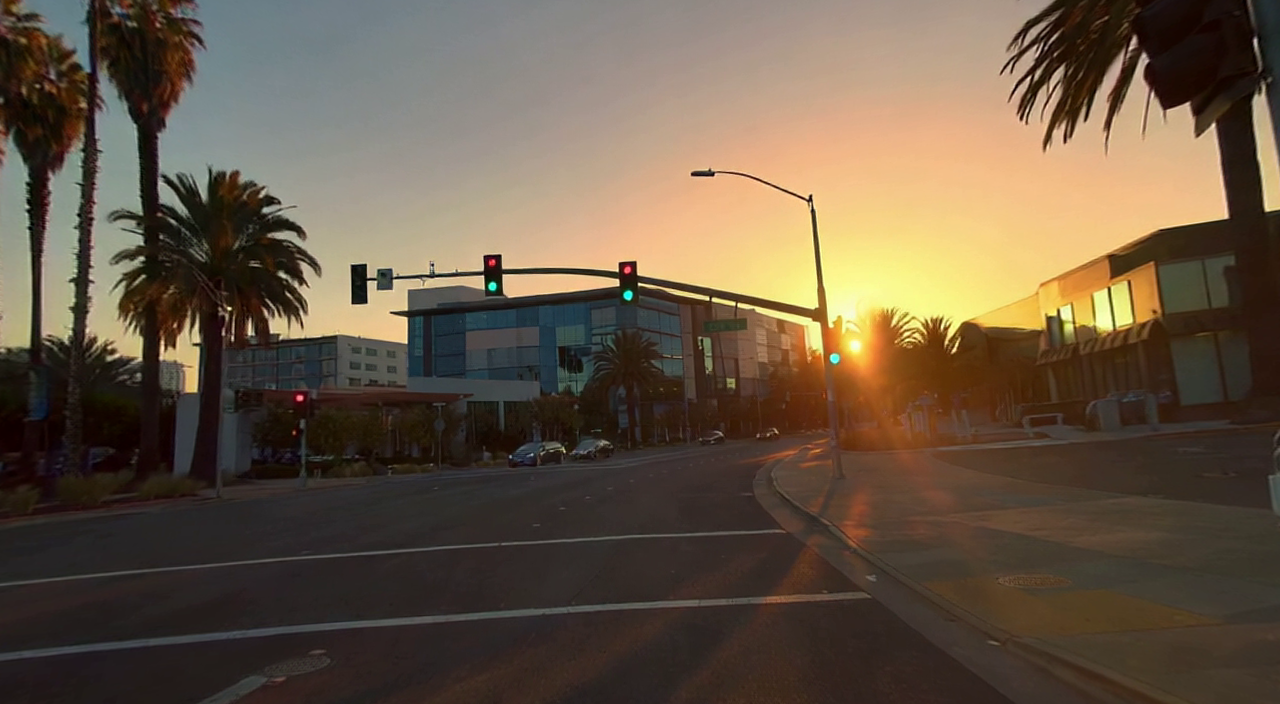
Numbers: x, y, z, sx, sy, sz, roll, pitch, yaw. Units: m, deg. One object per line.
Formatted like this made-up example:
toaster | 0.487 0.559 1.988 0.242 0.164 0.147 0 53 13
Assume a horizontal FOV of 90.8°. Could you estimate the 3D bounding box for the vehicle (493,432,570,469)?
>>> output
vehicle | -5.669 5.231 33.632 2.181 1.792 4.648 -3 -9 16
